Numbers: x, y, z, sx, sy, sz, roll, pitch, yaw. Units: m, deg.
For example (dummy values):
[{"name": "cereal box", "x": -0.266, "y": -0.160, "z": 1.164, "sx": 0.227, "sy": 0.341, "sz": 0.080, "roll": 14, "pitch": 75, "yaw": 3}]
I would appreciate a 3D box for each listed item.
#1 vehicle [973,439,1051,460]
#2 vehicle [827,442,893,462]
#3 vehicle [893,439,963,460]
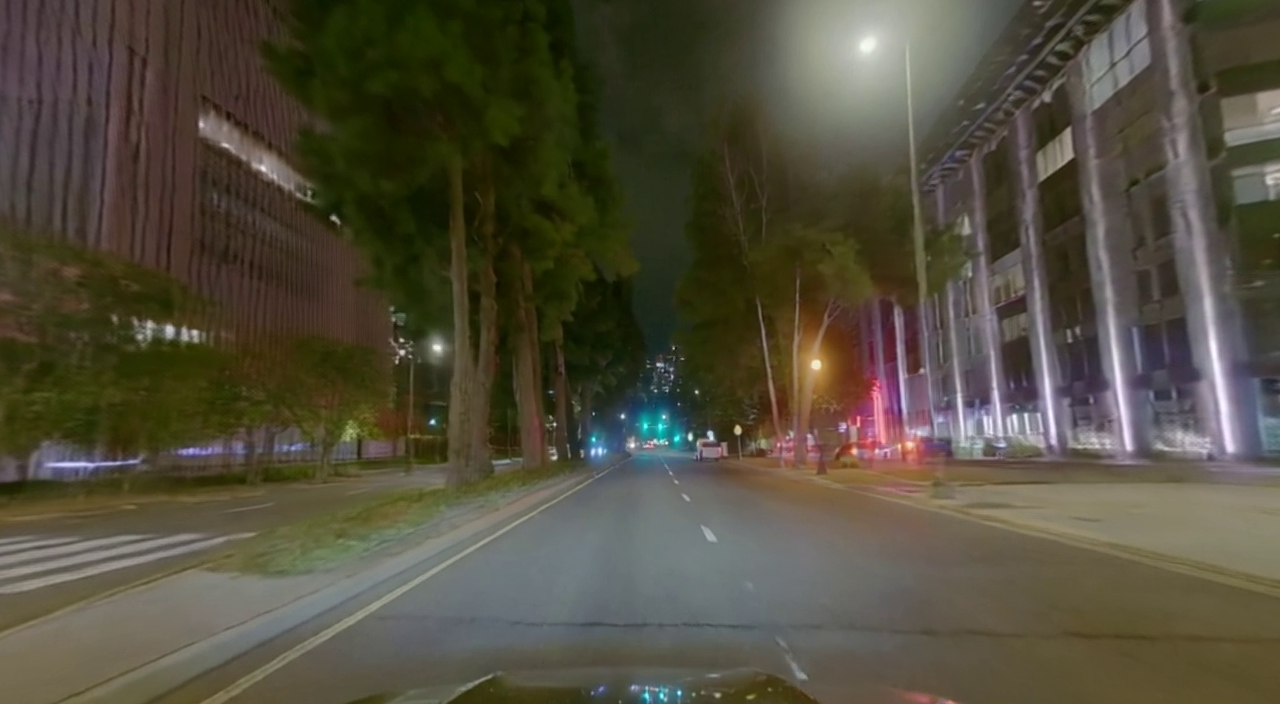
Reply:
[{"name": "vehicle", "x": 27.595, "y": 7.191, "z": 46.781, "sx": 4.560, "sy": 1.444, "sz": 1.929, "roll": -1, "pitch": -8, "yaw": -2}, {"name": "vehicle", "x": 16.449, "y": 7.494, "z": 47.234, "sx": 4.276, "sy": 1.397, "sz": 1.786, "roll": 0, "pitch": -8, "yaw": 0}, {"name": "vehicle", "x": 21.406, "y": 7.249, "z": 46.896, "sx": 4.333, "sy": 1.491, "sz": 1.744, "roll": -1, "pitch": -7, "yaw": 1}]
